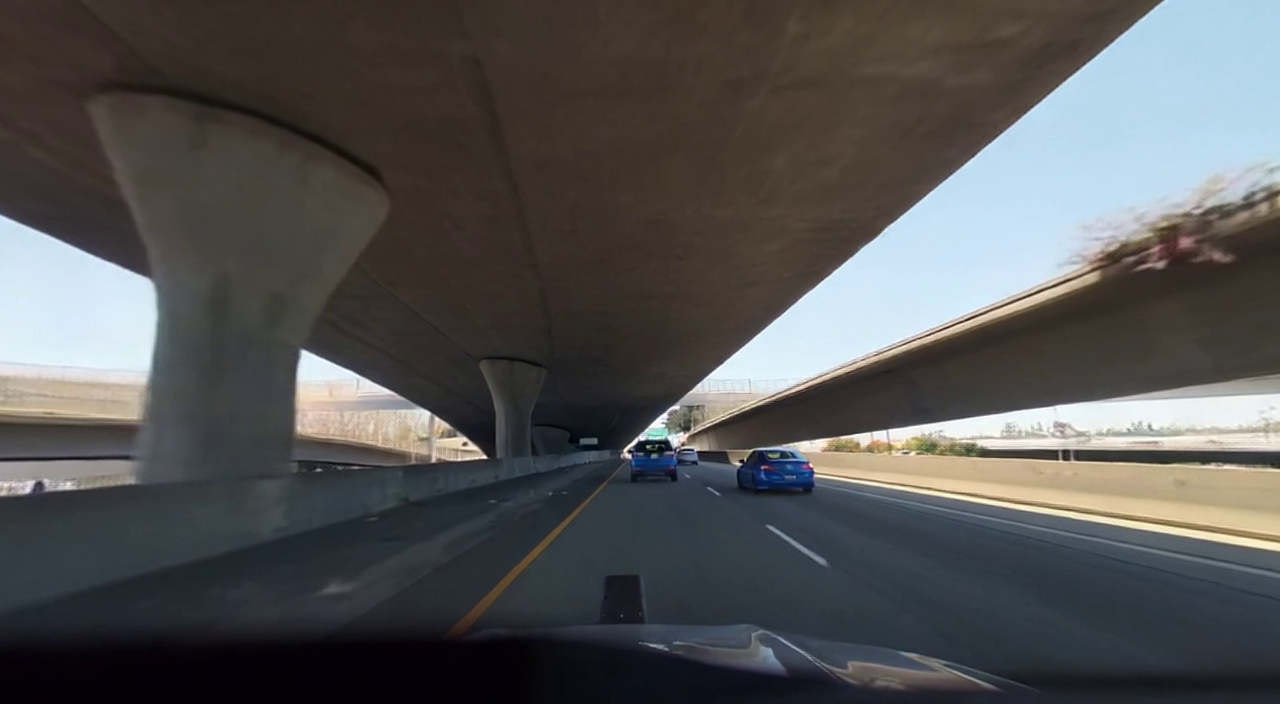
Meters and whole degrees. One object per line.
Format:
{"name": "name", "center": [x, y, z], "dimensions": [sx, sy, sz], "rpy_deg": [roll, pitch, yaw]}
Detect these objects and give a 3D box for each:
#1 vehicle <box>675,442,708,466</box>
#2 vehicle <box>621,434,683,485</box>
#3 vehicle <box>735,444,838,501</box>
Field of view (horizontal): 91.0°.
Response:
{"name": "vehicle", "center": [3.800, 7.608, 46.954], "dimensions": [2.047, 1.700, 4.069], "rpy_deg": [0, -9, -1]}
{"name": "vehicle", "center": [0.425, 4.278, 25.301], "dimensions": [2.264, 1.841, 4.583], "rpy_deg": [0, -9, 0]}
{"name": "vehicle", "center": [4.284, 3.566, 19.077], "dimensions": [2.047, 1.500, 4.017], "rpy_deg": [1, -9, -2]}
